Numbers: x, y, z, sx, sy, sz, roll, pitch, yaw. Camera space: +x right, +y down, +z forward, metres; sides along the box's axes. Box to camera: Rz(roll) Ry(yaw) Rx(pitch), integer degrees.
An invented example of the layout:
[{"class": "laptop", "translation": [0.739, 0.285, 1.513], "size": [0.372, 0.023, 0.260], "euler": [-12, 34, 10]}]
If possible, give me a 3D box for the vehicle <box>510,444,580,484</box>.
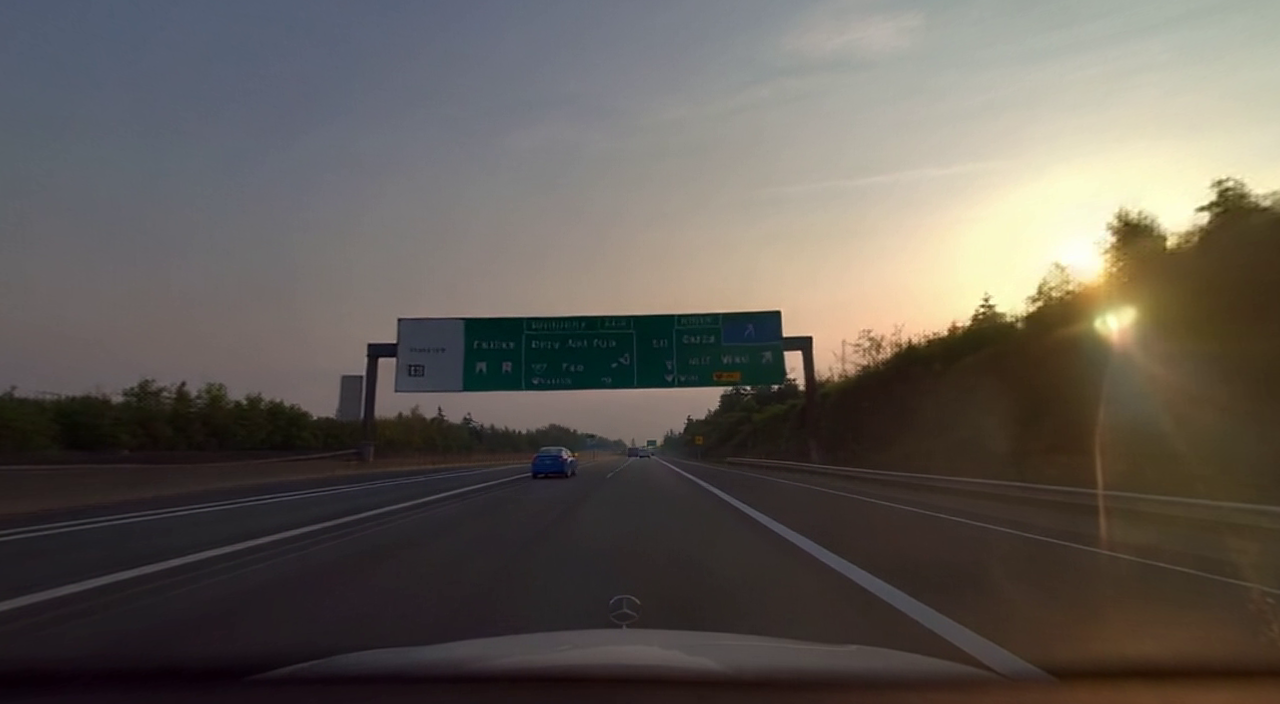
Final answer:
[{"class": "vehicle", "translation": [-3.919, 4.729, 26.875], "size": [2.160, 1.552, 4.592], "euler": [0, -9, 1]}]
